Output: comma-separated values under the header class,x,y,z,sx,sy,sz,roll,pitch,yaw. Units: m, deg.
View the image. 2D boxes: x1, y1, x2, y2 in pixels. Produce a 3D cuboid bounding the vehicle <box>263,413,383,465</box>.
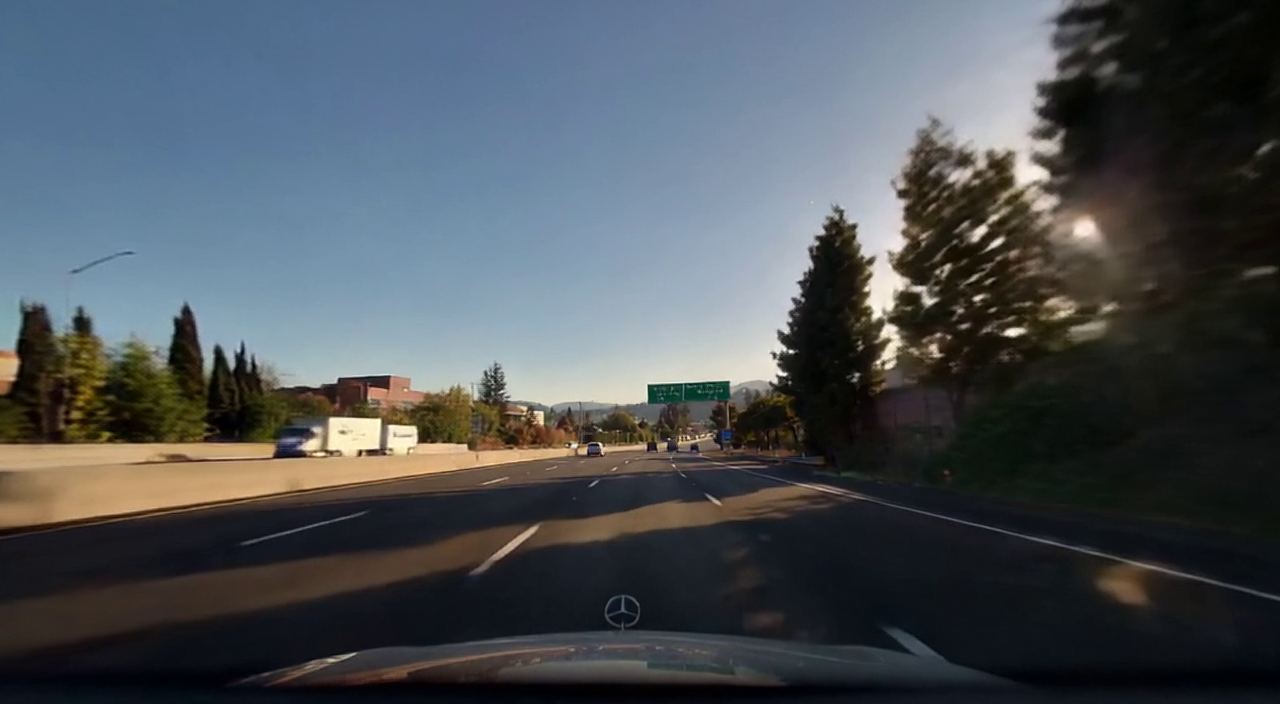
class,x,y,z,sx,sy,sz,roll,pitch,yaw
vehicle,-23.097,6.526,46.830,3.343,3.439,10.043,0,-9,2
